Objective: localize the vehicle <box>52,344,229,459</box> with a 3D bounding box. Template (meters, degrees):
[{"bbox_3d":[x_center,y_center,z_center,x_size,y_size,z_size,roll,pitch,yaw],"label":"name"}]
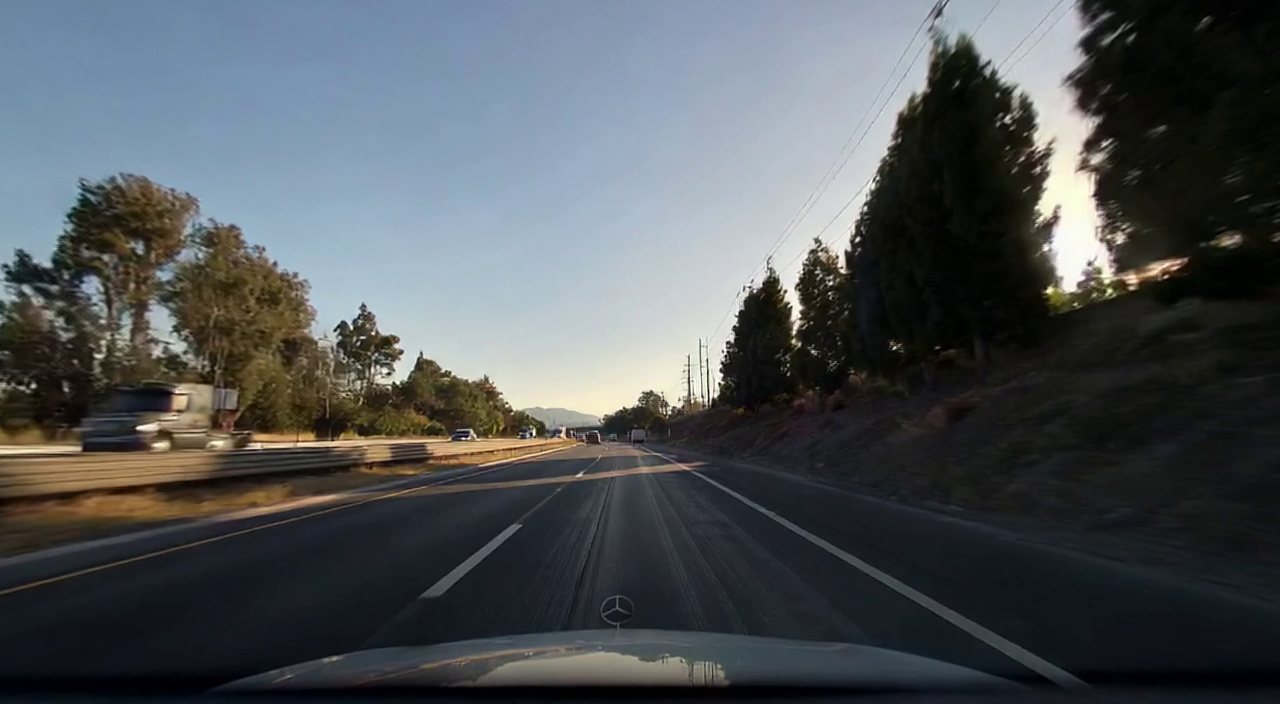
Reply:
[{"bbox_3d":[-16.286,1.709,20.859,2.954,3.517,3.281,0,-8,-2],"label":"vehicle"}]

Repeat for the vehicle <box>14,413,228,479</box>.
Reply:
[{"bbox_3d":[-12.247,2.244,15.283,1.838,1.390,3.974,0,-8,-1],"label":"vehicle"}]
